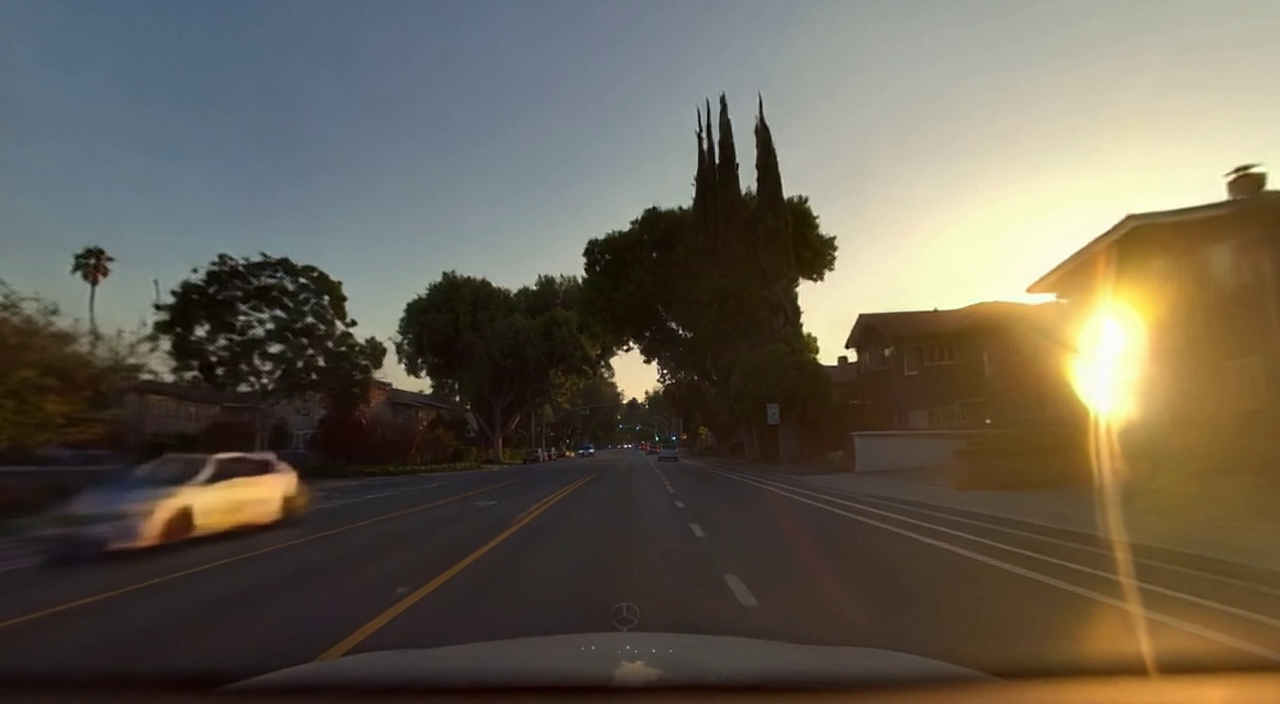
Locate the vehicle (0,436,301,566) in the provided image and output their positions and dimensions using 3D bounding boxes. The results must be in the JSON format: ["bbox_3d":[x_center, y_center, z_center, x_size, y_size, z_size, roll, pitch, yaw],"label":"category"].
[{"bbox_3d":[-8.109,2.342,10.792,2.053,1.713,4.618,0,-9,0],"label":"vehicle"}]
